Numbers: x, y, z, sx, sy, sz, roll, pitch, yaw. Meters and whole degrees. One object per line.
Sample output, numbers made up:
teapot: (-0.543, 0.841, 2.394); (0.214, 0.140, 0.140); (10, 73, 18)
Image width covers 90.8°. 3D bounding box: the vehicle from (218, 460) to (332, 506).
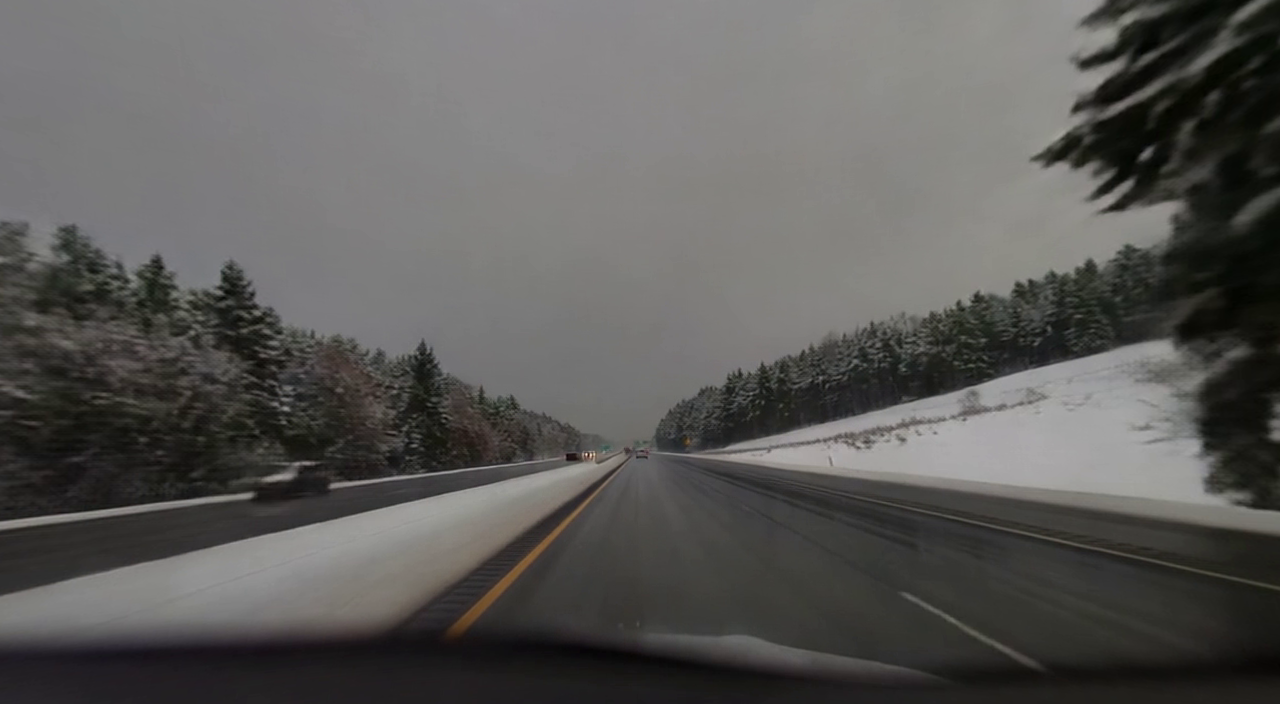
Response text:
vehicle: (-14.199, 5.082, 24.892); (1.852, 1.514, 4.446); (0, -9, 0)
